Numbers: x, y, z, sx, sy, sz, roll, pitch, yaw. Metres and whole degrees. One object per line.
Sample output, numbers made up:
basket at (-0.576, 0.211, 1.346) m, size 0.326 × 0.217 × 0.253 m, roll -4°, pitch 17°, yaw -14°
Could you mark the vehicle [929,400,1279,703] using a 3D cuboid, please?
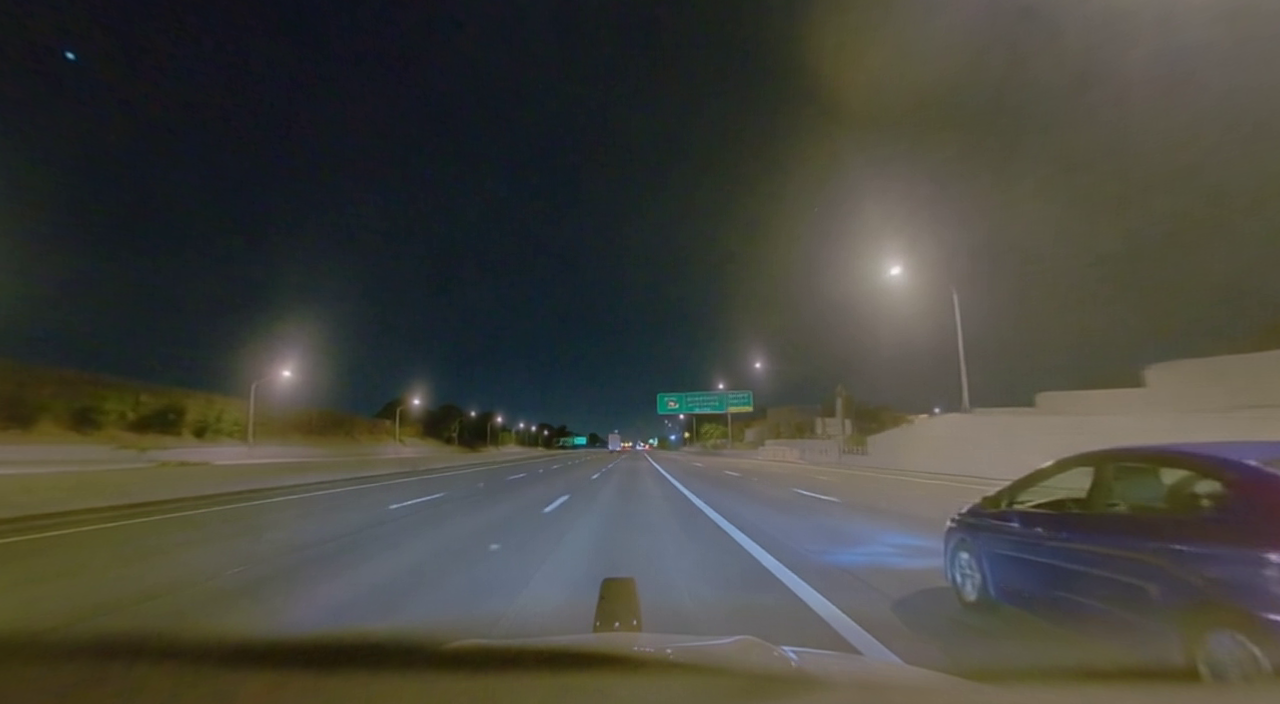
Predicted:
vehicle at (3.380, 0.984, 2.754) m, size 1.989 × 1.479 × 4.670 m, roll 0°, pitch -9°, yaw 0°
